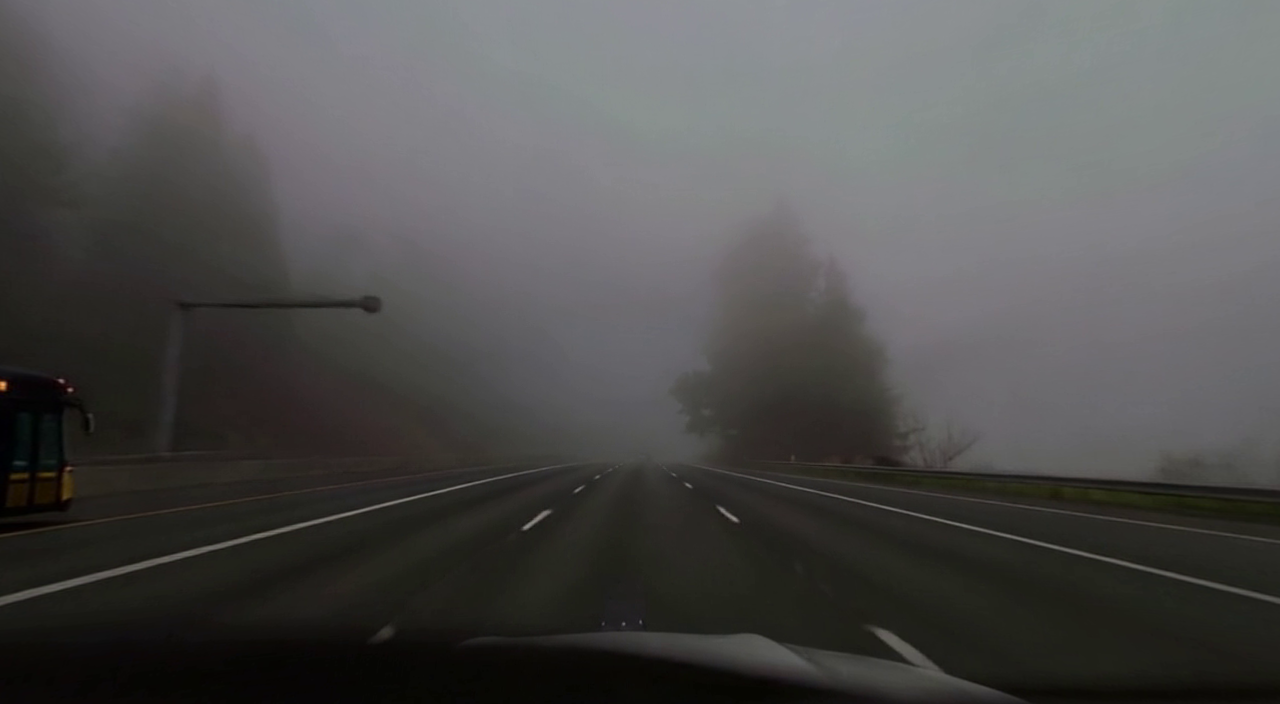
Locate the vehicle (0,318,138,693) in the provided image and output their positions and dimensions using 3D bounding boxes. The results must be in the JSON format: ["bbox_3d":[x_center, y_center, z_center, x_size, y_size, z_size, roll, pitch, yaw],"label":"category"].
[{"bbox_3d":[-4.507,0.549,1.571,2.127,1.985,5.205,0,-9,1],"label":"vehicle"}]
